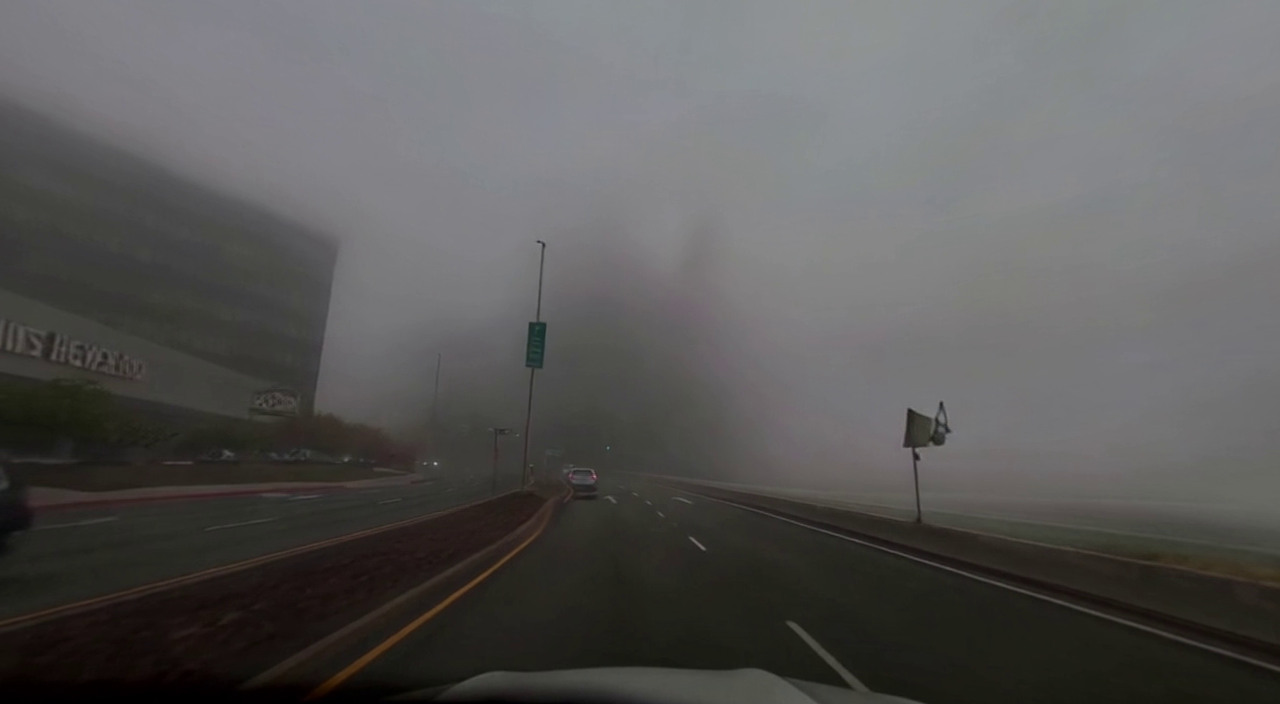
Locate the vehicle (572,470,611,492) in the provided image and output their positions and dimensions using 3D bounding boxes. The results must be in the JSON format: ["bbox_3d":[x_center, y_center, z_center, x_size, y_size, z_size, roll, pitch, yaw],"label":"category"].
[{"bbox_3d":[-2.913,7.599,37.034,1.775,1.186,2.933,3,-11,-14],"label":"vehicle"}]
